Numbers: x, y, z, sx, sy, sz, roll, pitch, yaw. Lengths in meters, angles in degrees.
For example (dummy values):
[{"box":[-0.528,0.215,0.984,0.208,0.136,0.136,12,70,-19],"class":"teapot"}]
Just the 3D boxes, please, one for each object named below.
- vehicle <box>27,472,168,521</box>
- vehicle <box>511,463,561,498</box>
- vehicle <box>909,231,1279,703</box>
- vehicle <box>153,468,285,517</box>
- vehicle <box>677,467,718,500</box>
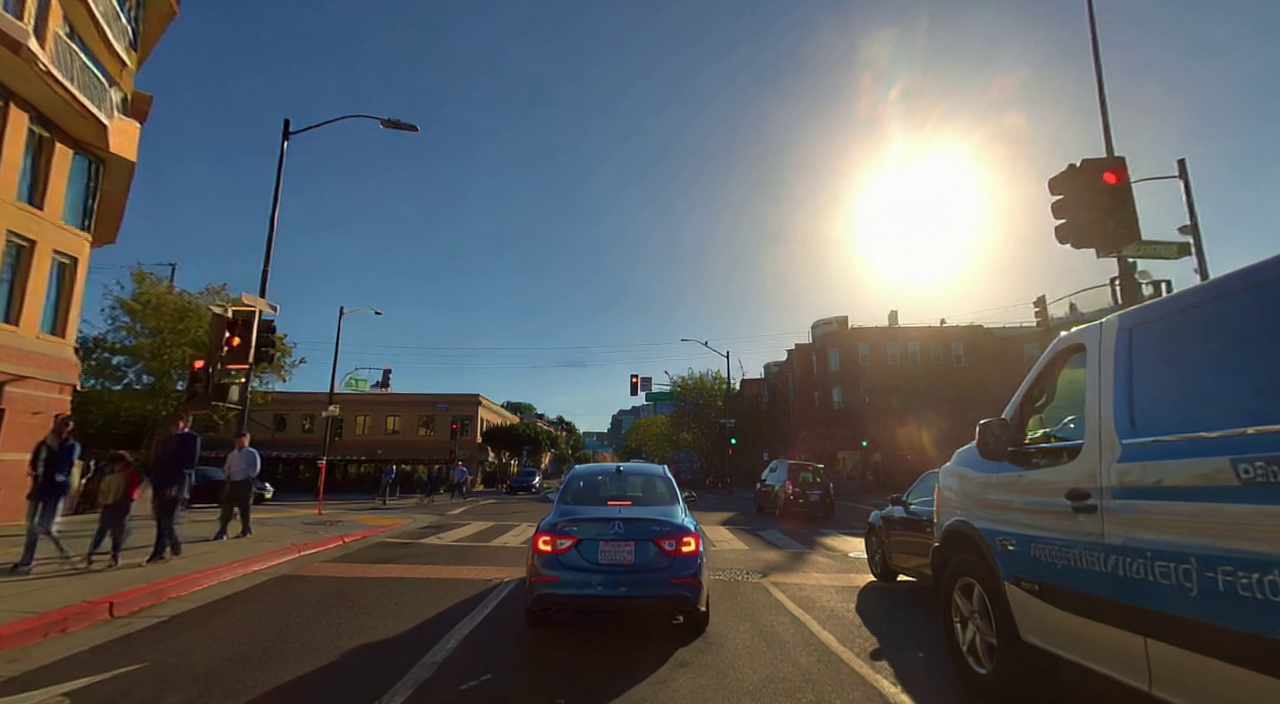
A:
[{"box":[-25.486,6.771,29.740,4.588,2.048,2.110,0,-9,0],"class":"vehicle"},{"box":[-6.330,7.878,39.009,2.226,1.896,4.438,-1,-9,1],"class":"vehicle"},{"box":[3.217,0.545,1.266,2.632,1.979,6.096,0,-9,0],"class":"vehicle"},{"box":[-19.773,6.592,29.738,4.750,2.083,2.002,-1,-9,3],"class":"vehicle"},{"box":[3.480,8.051,38.819,1.908,1.741,4.066,0,-9,-3],"class":"vehicle"}]
